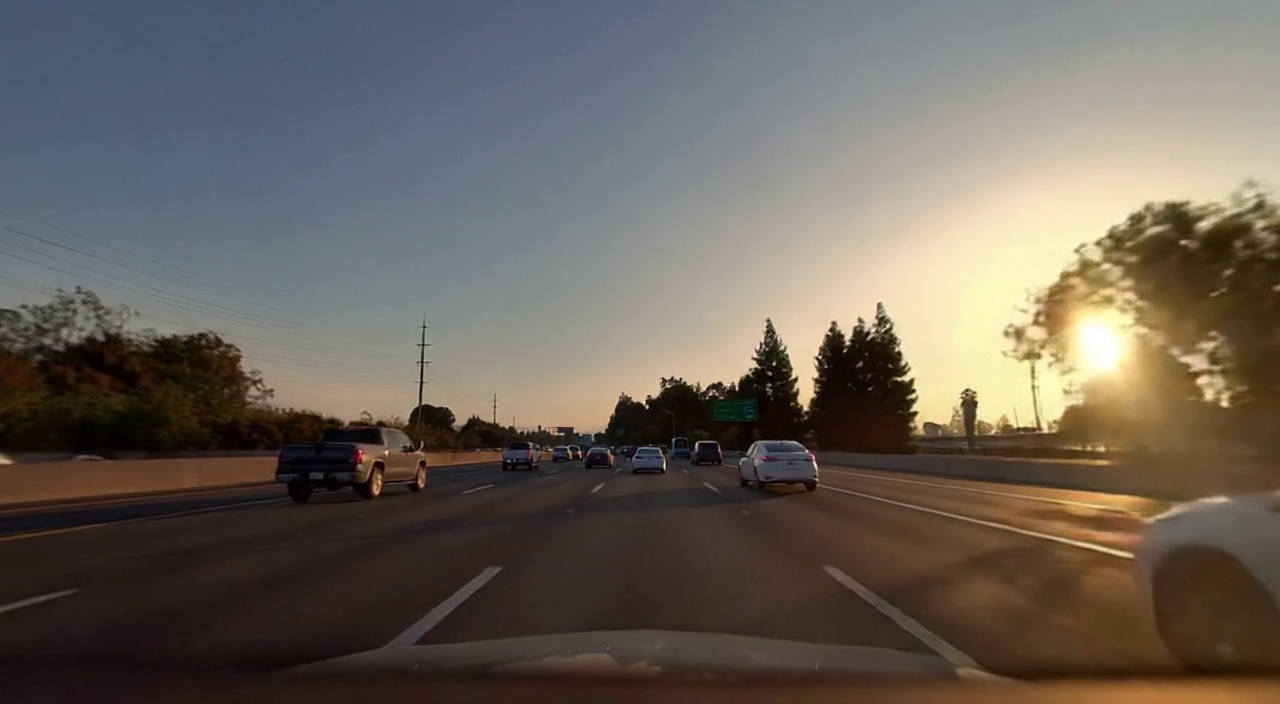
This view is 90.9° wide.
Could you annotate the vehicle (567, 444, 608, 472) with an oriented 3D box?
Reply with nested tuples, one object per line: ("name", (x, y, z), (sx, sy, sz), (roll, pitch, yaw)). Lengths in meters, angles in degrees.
("vehicle", (-2.950, 6.019, 36.103), (1.904, 1.479, 4.274), (0, -9, 1))

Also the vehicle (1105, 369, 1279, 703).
("vehicle", (3.615, 0.682, 1.299), (2.051, 1.595, 4.301), (0, -9, 1))

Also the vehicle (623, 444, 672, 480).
("vehicle", (0.316, 4.714, 27.296), (1.966, 1.444, 3.986), (0, -9, 0))

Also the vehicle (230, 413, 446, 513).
("vehicle", (-6.838, 2.618, 15.355), (2.269, 1.936, 5.777), (0, -9, 2))

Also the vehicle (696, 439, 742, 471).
("vehicle", (4.623, 6.099, 37.563), (2.195, 1.778, 4.455), (0, -9, 1))

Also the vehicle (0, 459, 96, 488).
("vehicle", (-34.237, 6.996, 36.586), (1.703, 1.479, 3.957), (0, -9, 1))

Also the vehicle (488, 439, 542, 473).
("vehicle", (-6.655, 5.583, 34.005), (1.978, 1.680, 4.263), (0, -9, 1))

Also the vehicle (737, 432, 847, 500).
("vehicle", (4.131, 3.169, 17.930), (2.002, 1.691, 4.290), (0, -9, 0))
